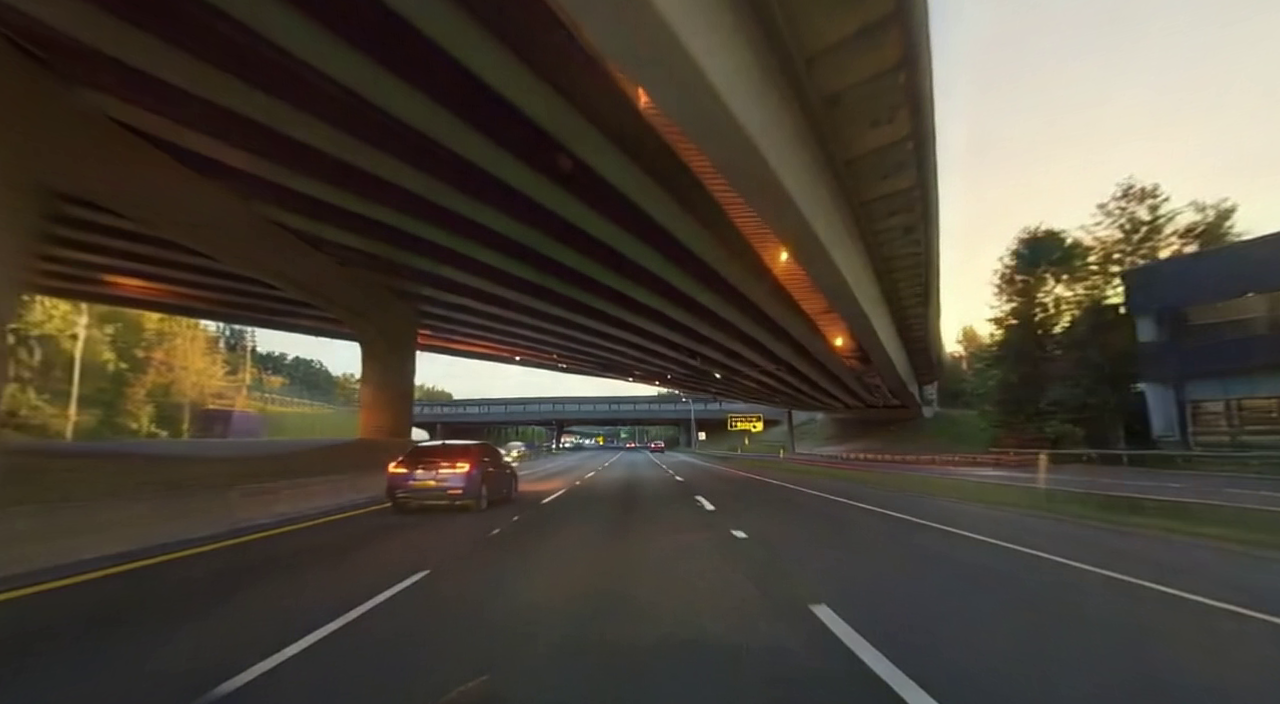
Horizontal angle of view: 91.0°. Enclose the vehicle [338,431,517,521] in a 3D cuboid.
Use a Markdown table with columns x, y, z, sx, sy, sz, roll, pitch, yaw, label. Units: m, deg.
| x | y | z | sx | sy | sz | roll | pitch | yaw | label |
| --- | --- | --- | --- | --- | --- | --- | --- | --- | --- |
| -3.936 | 2.358 | 12.623 | 1.934 | 1.451 | 4.544 | 0 | -8 | 1 | vehicle |
